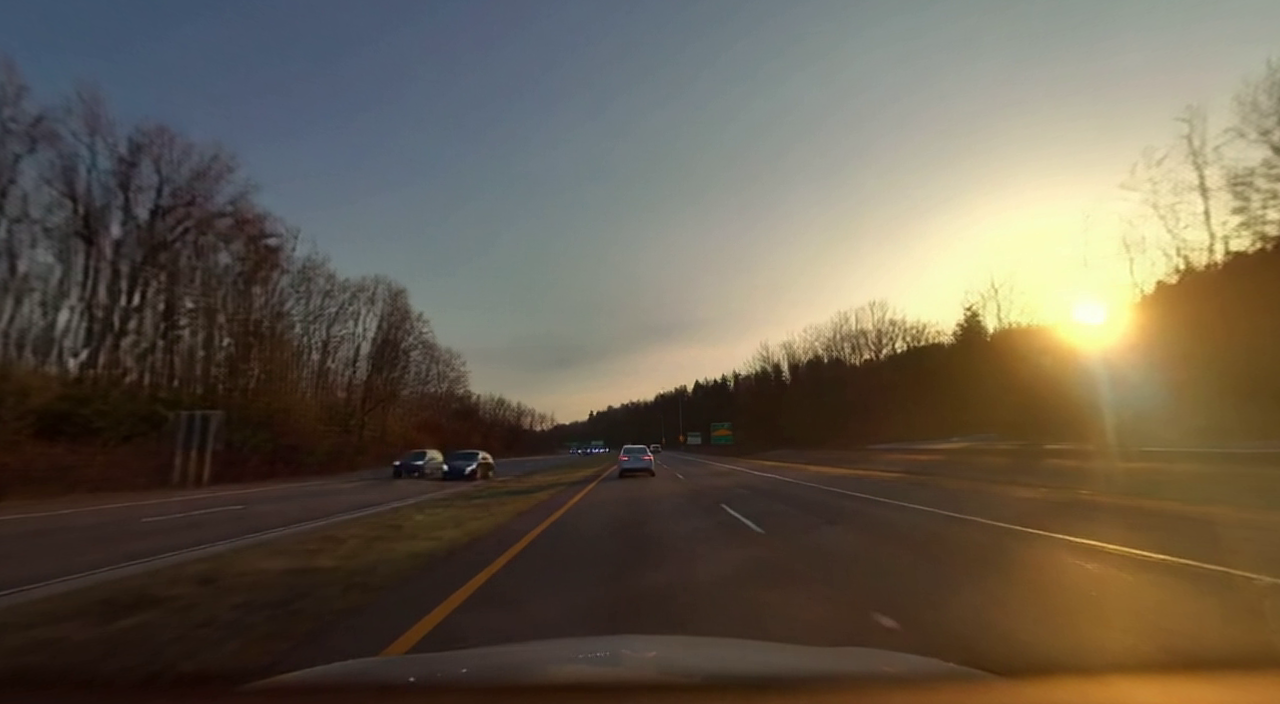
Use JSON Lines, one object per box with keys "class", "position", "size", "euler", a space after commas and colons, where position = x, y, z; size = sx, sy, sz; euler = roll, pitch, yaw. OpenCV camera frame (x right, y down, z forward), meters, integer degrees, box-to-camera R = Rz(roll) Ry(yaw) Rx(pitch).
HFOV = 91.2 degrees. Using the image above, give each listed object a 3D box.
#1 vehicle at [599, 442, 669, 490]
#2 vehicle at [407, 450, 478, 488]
{"class": "vehicle", "position": [-0.255, 3.981, 22.177], "size": [2.244, 1.506, 4.097], "euler": [0, -9, -1]}
{"class": "vehicle", "position": [-8.657, 5.134, 27.805], "size": [1.889, 1.493, 4.022], "euler": [0, -9, -1]}
